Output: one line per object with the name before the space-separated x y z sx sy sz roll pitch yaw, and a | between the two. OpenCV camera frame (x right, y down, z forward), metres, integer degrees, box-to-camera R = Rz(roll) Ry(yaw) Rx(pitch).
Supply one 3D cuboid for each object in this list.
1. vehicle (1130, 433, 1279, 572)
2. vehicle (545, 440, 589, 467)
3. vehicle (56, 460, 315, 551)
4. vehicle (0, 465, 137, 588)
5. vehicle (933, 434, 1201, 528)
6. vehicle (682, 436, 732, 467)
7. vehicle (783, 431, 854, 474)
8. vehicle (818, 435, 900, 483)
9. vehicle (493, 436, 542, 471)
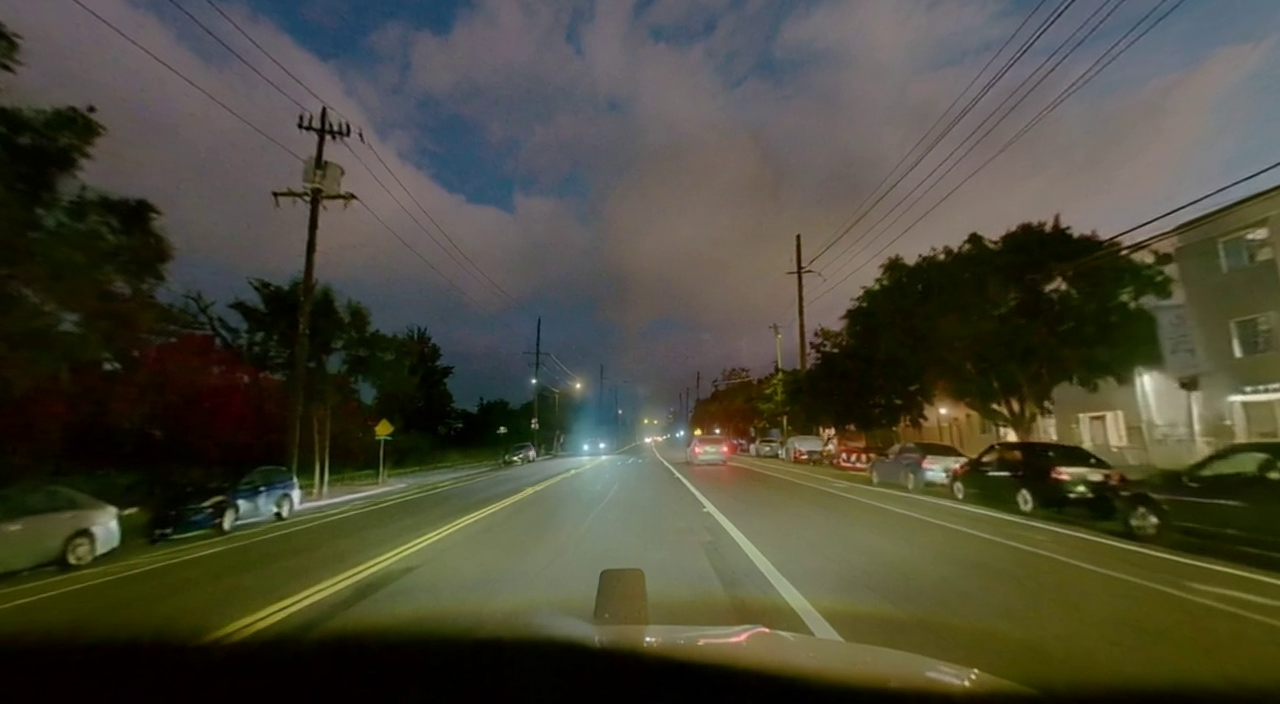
vehicle | 7.660 1.515 6.221 1.943 1.441 4.494 0 -8 -1
vehicle | -4.181 5.909 36.879 1.989 1.474 4.112 -1 -8 2
vehicle | -9.403 3.165 13.741 2.117 1.474 4.740 -1 -8 0
vehicle | -9.470 2.438 8.399 1.944 1.524 4.404 -5 -8 1
vehicle | 7.876 2.384 12.340 2.093 1.472 4.434 0 -8 -1
vehicle | 3.505 5.307 33.873 2.059 1.489 4.629 0 -8 -2
vehicle | 7.964 4.507 28.598 1.879 1.765 4.339 0 -8 -1
vehicle | 8.004 3.913 23.351 1.836 1.500 3.630 3 -8 2
vehicle | -8.891 7.314 46.081 2.419 2.087 5.334 -3 -6 0
